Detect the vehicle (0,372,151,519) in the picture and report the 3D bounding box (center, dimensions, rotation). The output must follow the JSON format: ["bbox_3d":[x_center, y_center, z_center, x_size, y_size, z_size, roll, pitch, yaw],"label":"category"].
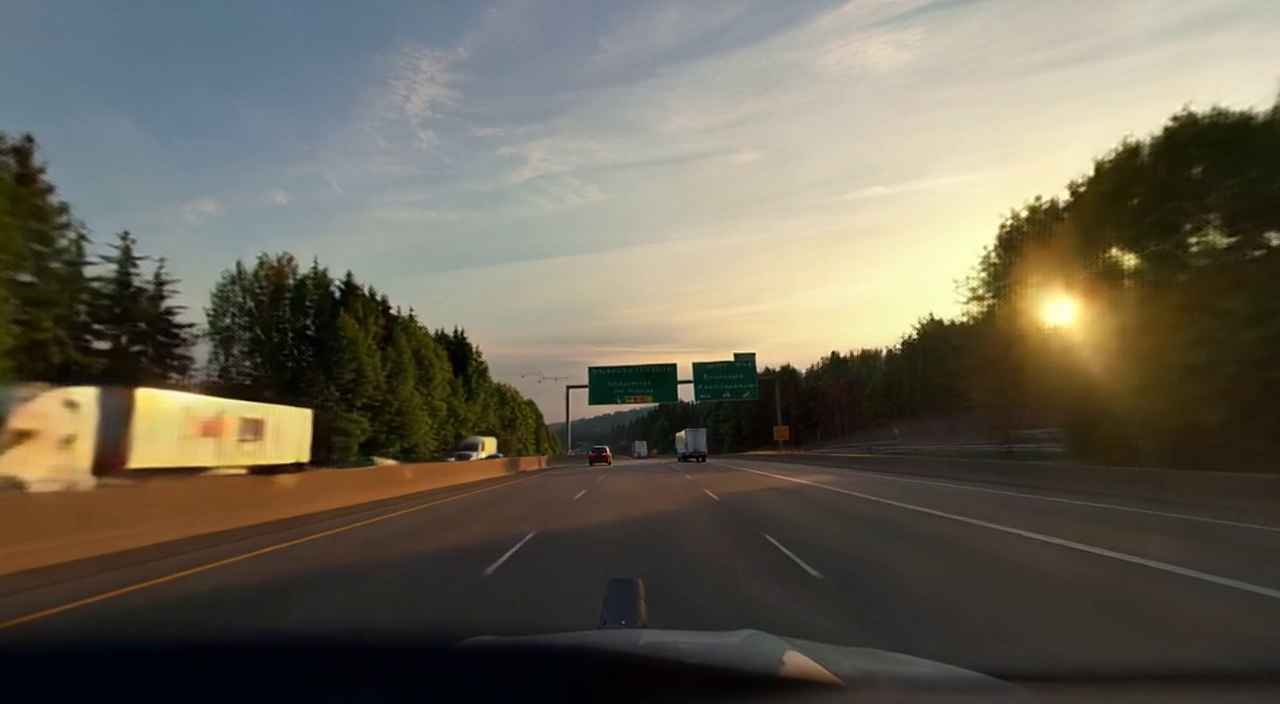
[{"bbox_3d":[-18.779,2.852,19.104,3.008,3.926,5.831,0,-9,0],"label":"vehicle"}]

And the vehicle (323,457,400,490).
[{"bbox_3d":[-14.378,6.267,32.826,1.999,1.486,4.479,0,-9,0],"label":"vehicle"}]
